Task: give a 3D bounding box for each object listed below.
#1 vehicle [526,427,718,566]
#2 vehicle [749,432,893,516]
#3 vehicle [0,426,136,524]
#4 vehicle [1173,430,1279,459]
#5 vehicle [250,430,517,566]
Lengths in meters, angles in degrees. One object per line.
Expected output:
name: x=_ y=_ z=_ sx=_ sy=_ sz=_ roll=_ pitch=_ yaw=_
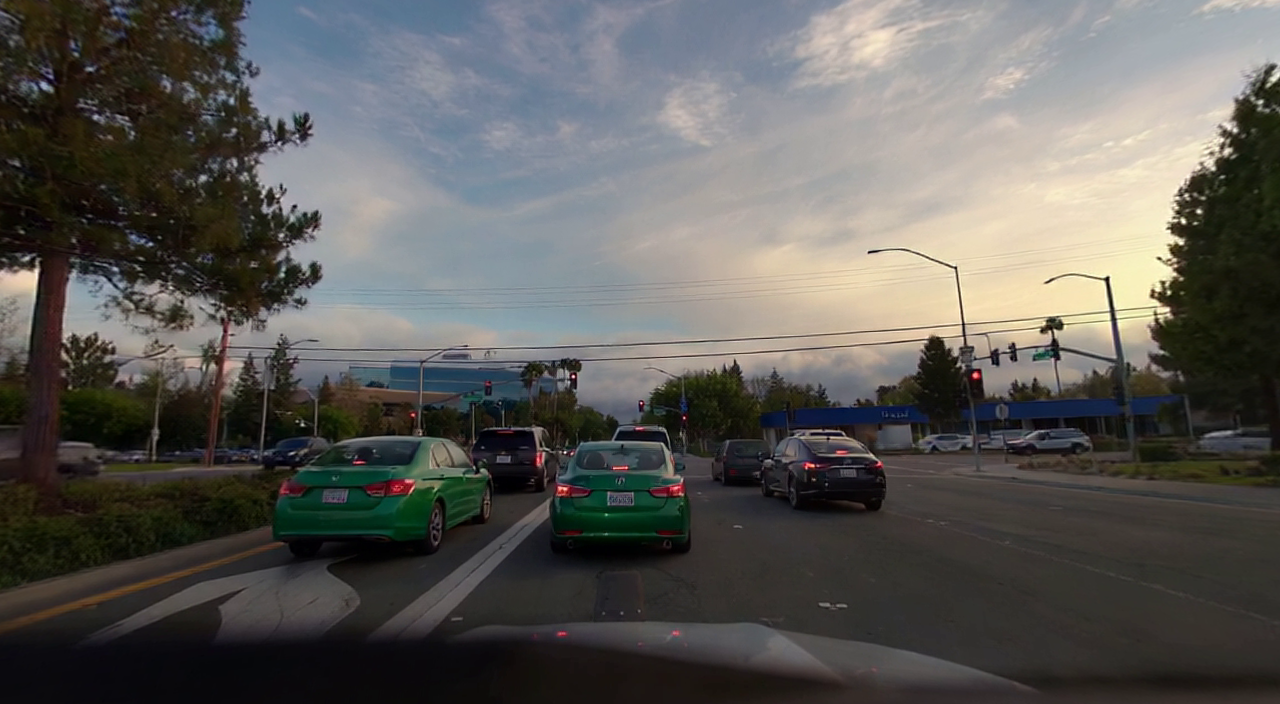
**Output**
vehicle: x=-0.197 y=1.825 z=8.702 sx=2.041 sy=1.450 sz=3.847 roll=0 pitch=-8 yaw=0
vehicle: x=3.572 y=2.464 z=13.260 sx=1.880 sy=1.476 sz=3.932 roll=0 pitch=-8 yaw=1
vehicle: x=-12.481 y=2.347 z=12.278 sx=2.082 sy=1.704 sz=4.488 roll=1 pitch=-8 yaw=-8
vehicle: x=36.409 y=5.696 z=38.734 sx=5.265 sy=1.702 sz=1.930 roll=-5 pitch=-10 yaw=28
vehicle: x=-3.187 y=1.886 z=8.943 sx=1.917 sy=1.441 sz=4.128 roll=-1 pitch=-8 yaw=2
